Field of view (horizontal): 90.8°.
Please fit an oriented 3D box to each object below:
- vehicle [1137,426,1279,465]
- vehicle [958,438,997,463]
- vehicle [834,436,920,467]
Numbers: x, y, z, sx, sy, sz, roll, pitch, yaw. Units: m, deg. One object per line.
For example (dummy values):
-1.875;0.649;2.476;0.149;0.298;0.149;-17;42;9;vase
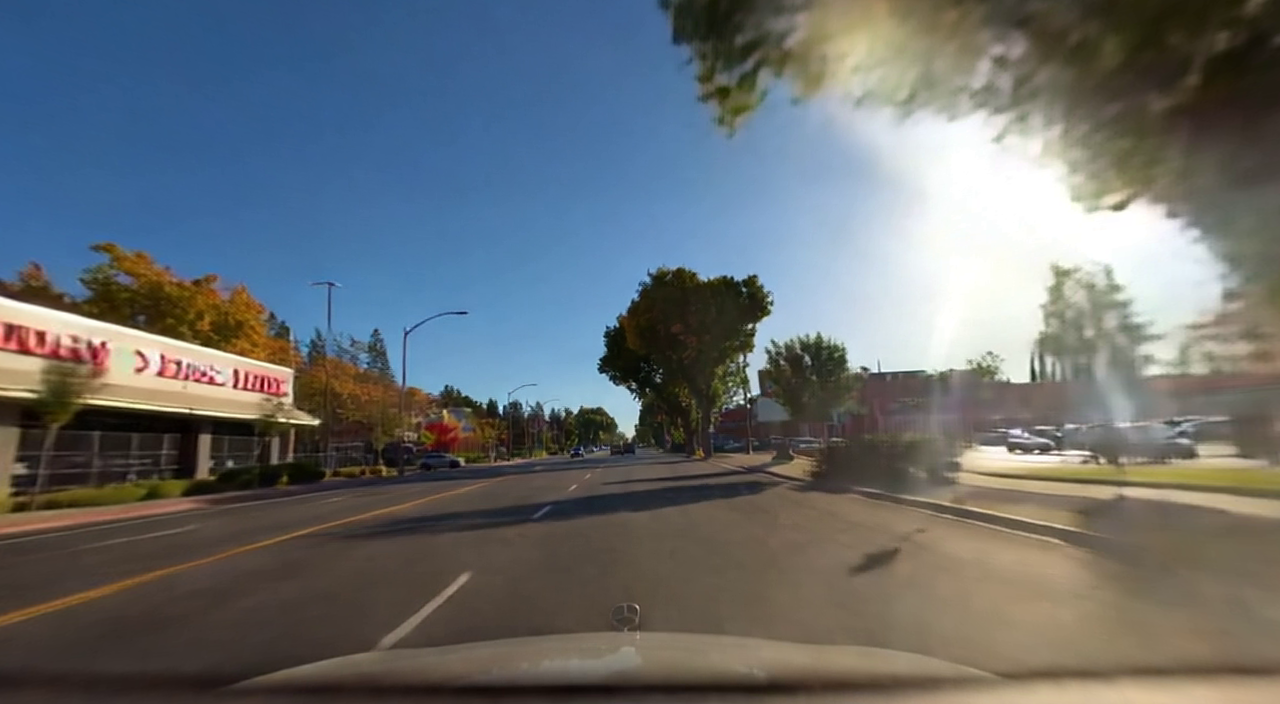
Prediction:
23.288;3.777;25.645;4.579;1.482;1.911;0;-8;0;vehicle
20.741;6.028;38.820;1.901;1.461;4.482;-5;-9;28;vehicle
16.025;6.758;42.939;4.914;1.540;2.200;-5;-8;0;vehicle
